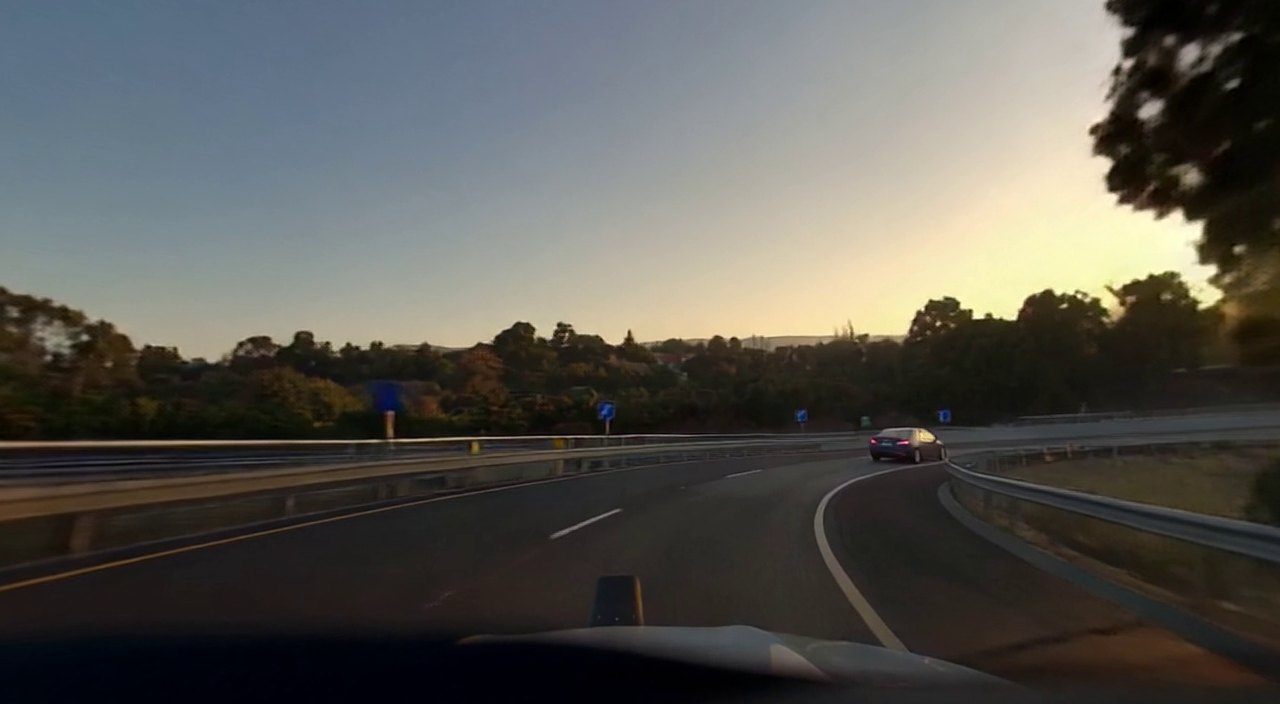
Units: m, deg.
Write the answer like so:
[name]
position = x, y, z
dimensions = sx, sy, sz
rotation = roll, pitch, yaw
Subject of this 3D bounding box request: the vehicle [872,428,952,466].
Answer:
[vehicle]
position = 12.015, 4.130, 27.668
dimensions = 2.028, 1.440, 3.970
rotation = -3, -8, 42
